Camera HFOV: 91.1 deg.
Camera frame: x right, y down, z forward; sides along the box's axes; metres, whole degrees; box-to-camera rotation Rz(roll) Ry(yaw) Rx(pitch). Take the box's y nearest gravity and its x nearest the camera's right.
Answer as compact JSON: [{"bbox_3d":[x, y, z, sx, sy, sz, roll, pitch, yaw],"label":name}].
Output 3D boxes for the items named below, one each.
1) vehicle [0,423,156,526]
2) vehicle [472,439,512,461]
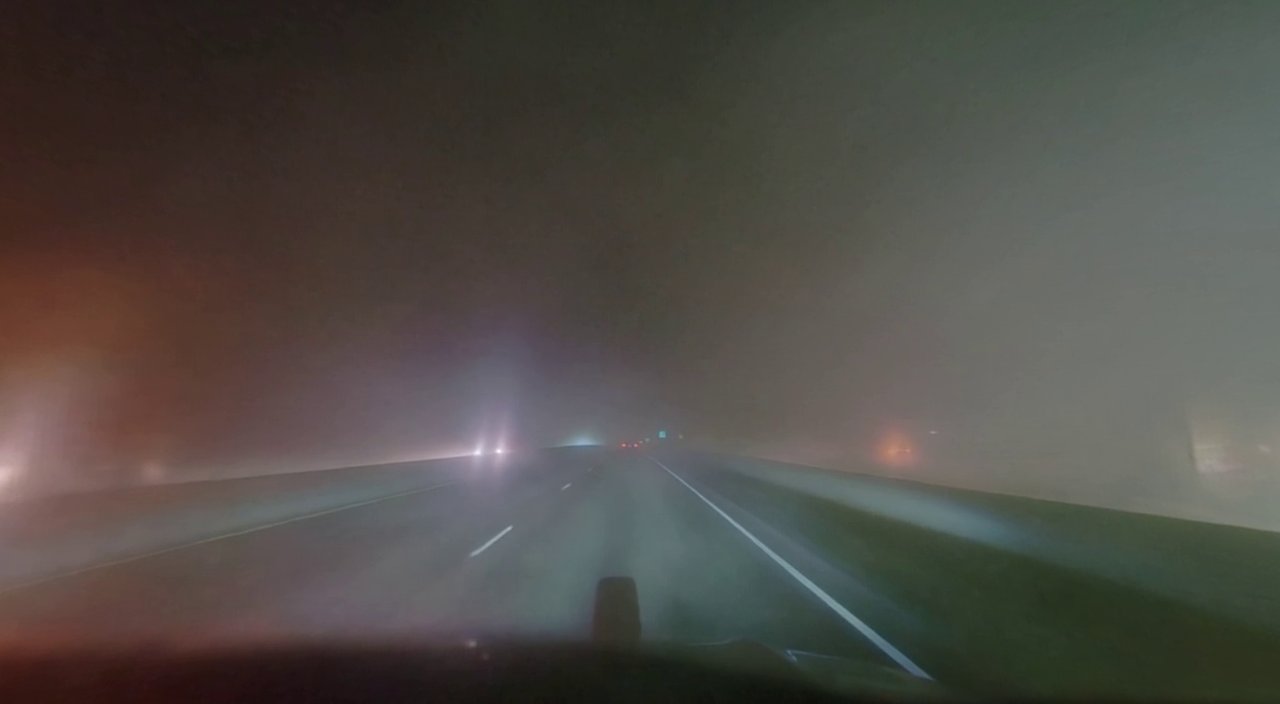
[{"bbox_3d":[-13.431,2.525,13.355,2.136,1.968,5.178,0,-8,0],"label":"vehicle"},{"bbox_3d":[-10.812,7.175,46.298,1.889,1.554,4.163,0,-8,1],"label":"vehicle"}]
